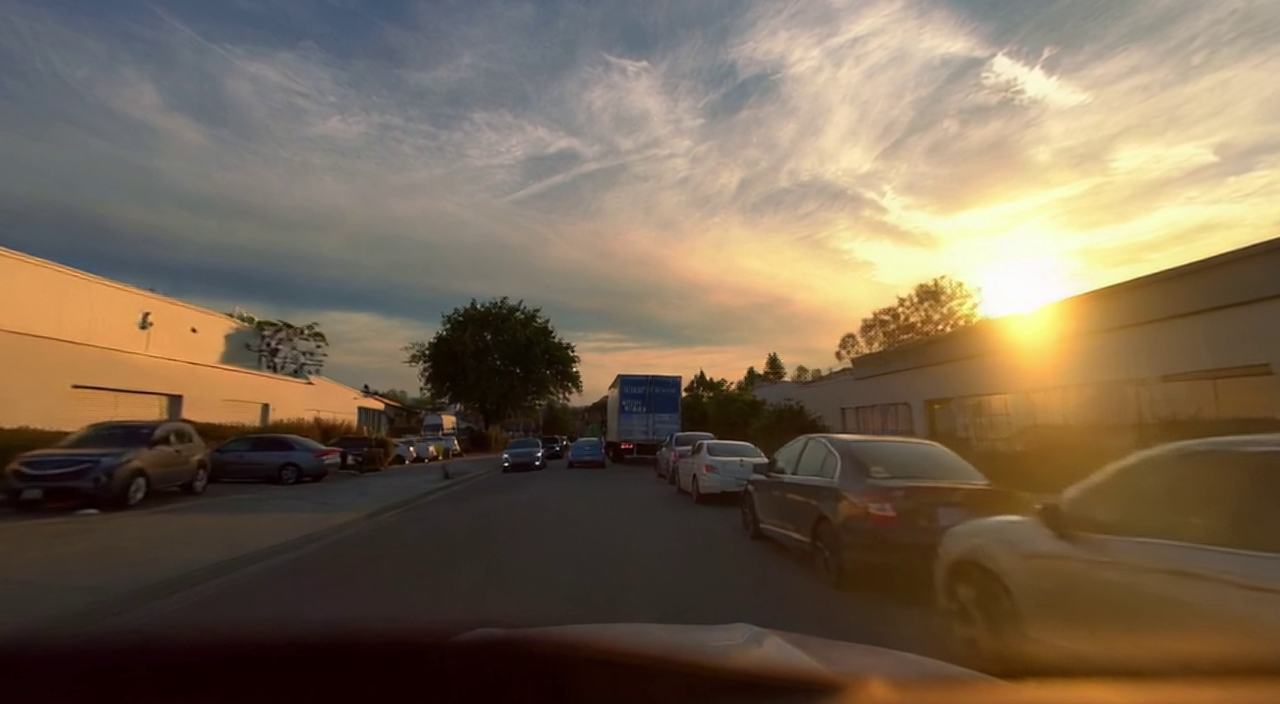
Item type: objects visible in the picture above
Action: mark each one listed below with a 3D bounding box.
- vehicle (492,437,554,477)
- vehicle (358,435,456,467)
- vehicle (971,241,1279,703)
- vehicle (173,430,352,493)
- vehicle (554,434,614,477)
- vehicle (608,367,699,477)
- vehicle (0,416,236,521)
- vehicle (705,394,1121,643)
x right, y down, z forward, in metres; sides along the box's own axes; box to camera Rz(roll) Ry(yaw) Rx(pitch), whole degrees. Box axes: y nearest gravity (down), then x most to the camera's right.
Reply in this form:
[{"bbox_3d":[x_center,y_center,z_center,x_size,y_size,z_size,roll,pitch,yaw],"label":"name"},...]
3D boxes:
[{"bbox_3d":[-4.717,4.258,25.902,1.989,1.481,4.008,0,-8,-3],"label":"vehicle"},{"bbox_3d":[-11.053,4.725,30.106,4.015,1.461,1.903,1,-8,-8],"label":"vehicle"},{"bbox_3d":[2.510,0.602,1.730,1.686,1.786,2.276,-1,-9,-6],"label":"vehicle"},{"bbox_3d":[-9.859,2.863,16.727,3.569,1.520,1.797,1,-8,-7],"label":"vehicle"},{"bbox_3d":[-2.171,4.013,24.720,2.160,1.498,3.909,0,-8,-4],"label":"vehicle"},{"bbox_3d":[0.147,3.628,30.821,2.865,4.113,14.471,1,-8,-5],"label":"vehicle"},{"bbox_3d":[-10.364,2.281,12.792,1.996,1.719,4.382,3,-9,-11],"label":"vehicle"},{"bbox_3d":[2.133,1.437,6.575,1.900,1.644,4.448,1,-8,-7],"label":"vehicle"}]
